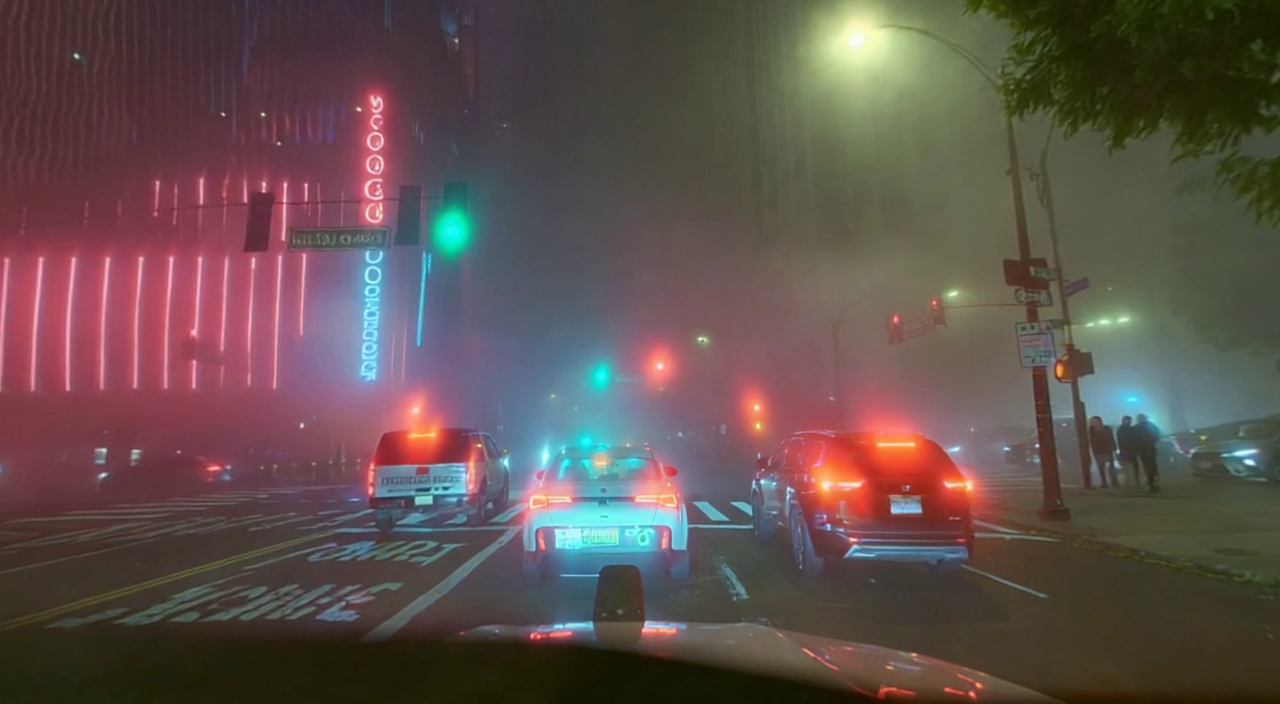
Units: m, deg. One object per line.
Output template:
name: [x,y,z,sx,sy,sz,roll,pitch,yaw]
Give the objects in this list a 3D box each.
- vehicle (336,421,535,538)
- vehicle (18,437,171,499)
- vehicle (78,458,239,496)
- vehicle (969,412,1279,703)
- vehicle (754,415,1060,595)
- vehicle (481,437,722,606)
vehicle: [-3.689,2.412,12.691,2.190,1.840,5.272,0,-8,0]
vehicle: [-30.873,6.519,35.930,5.896,3.276,2.809,1,-8,1]
vehicle: [-20.228,5.249,26.709,5.153,1.449,1.966,0,-8,0]
vehicle: [2.743,0.806,1.113,1.902,1.454,4.540,0,-8,0]
vehicle: [3.042,1.847,8.619,2.072,1.735,4.759,0,-8,0]
vehicle: [-0.362,1.786,7.640,2.092,1.454,4.132,0,-8,-1]
